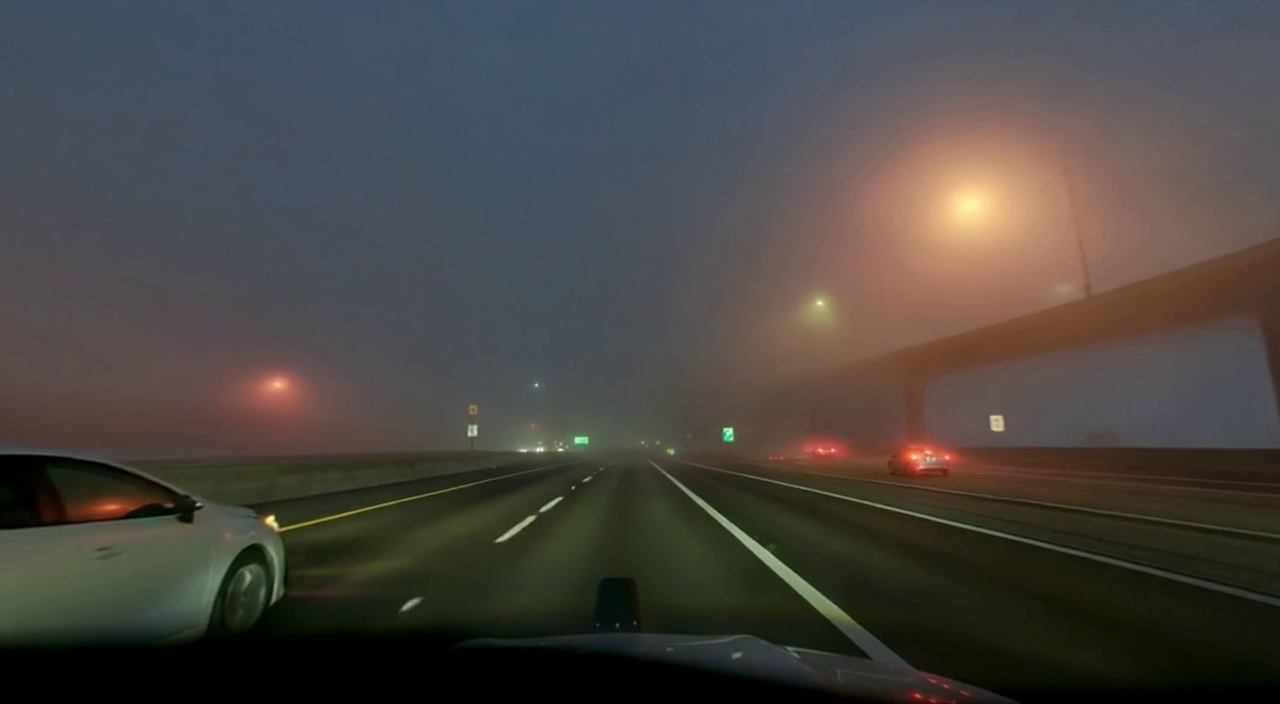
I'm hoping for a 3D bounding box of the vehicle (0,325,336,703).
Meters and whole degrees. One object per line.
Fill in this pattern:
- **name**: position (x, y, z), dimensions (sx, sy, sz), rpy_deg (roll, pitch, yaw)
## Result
- **vehicle**: position (-3.337, 0.805, 2.463), dimensions (2.178, 1.699, 4.321), rpy_deg (0, -8, -1)
